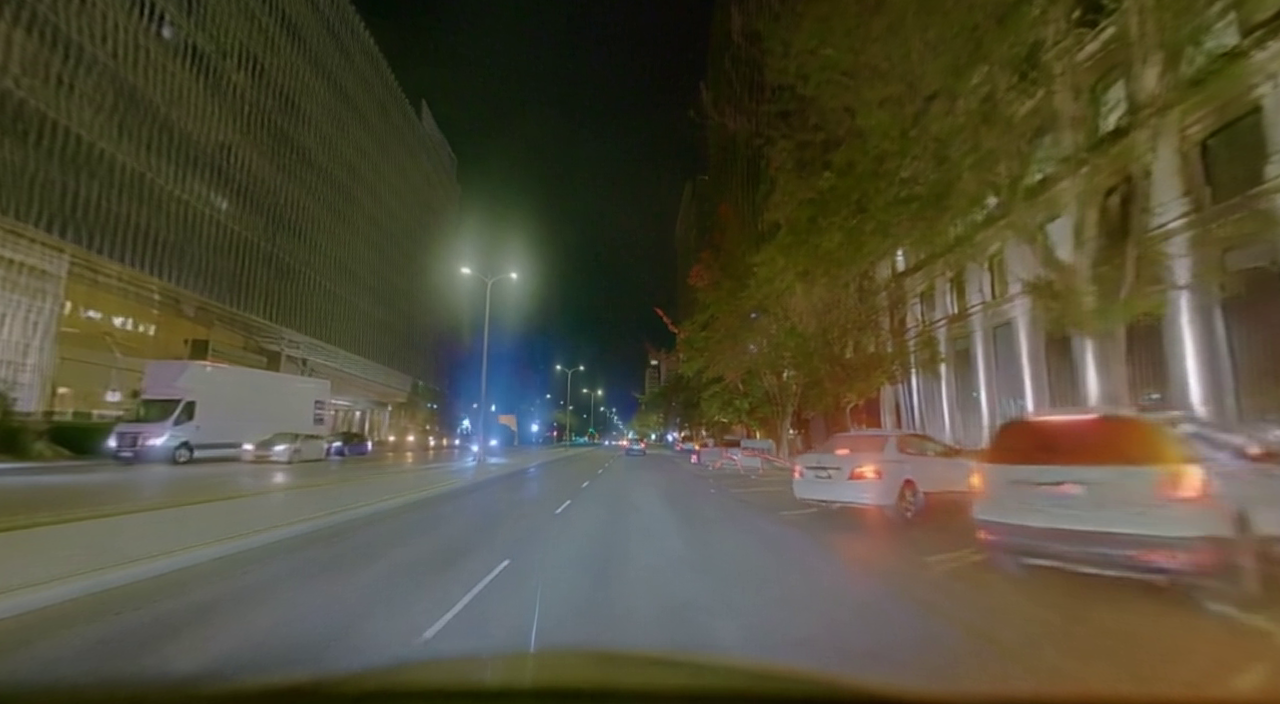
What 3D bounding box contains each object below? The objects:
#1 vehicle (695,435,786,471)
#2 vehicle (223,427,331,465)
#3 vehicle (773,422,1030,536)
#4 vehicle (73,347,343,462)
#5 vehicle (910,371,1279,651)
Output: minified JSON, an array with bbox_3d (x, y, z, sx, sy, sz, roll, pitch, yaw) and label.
[{"bbox_3d":[4.559,4.520,28.504,3.896,1.488,1.868,6,-10,-38],"label":"vehicle"},{"bbox_3d":[-15.553,4.074,27.315,1.909,1.465,4.758,0,-8,-1],"label":"vehicle"},{"bbox_3d":[4.518,1.977,10.546,4.720,1.487,1.876,6,-10,-39],"label":"vehicle"},{"bbox_3d":[-18.910,2.879,29.831,3.054,4.140,14.110,-1,-8,-1],"label":"vehicle"},{"bbox_3d":[4.781,1.233,5.976,4.585,1.660,1.969,6,-10,-37],"label":"vehicle"}]
